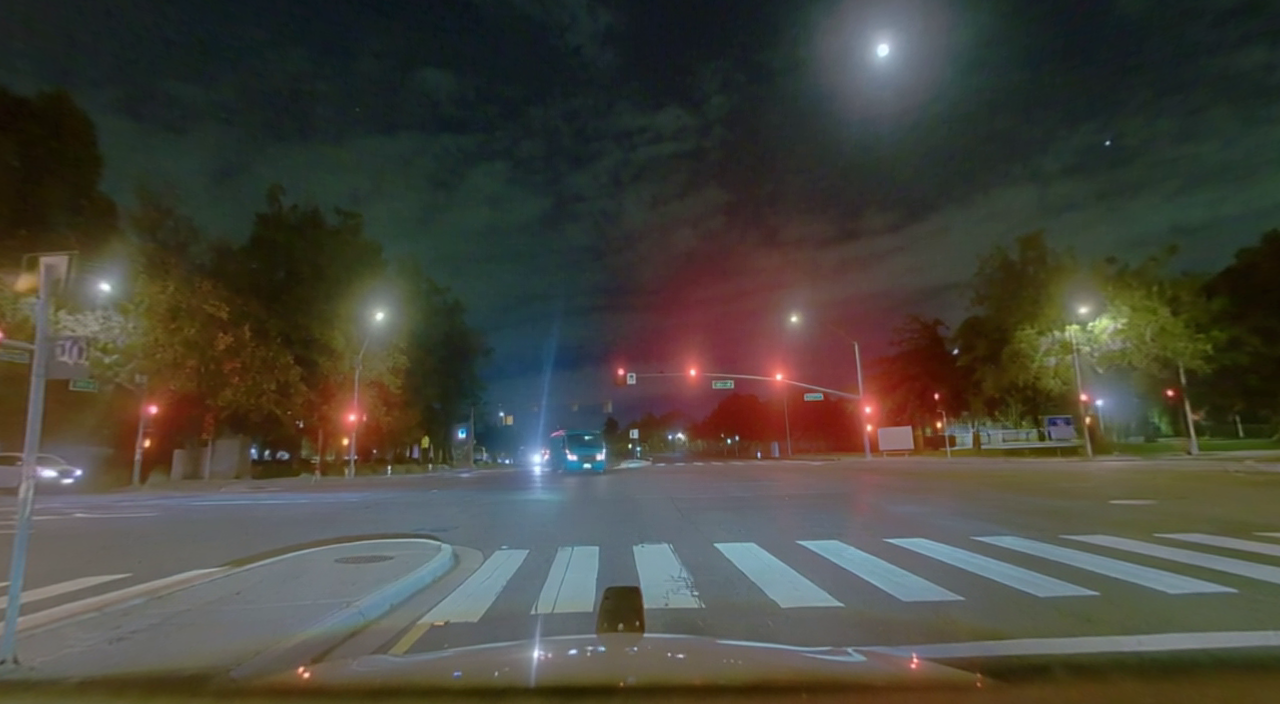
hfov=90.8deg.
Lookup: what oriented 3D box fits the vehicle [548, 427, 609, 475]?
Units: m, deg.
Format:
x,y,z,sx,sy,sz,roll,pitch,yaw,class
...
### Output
x,y,z,sx,sy,sz,roll,pitch,yaw,class
-3.531,5.468,35.018,2.465,2.404,5.791,2,-9,-15,vehicle
